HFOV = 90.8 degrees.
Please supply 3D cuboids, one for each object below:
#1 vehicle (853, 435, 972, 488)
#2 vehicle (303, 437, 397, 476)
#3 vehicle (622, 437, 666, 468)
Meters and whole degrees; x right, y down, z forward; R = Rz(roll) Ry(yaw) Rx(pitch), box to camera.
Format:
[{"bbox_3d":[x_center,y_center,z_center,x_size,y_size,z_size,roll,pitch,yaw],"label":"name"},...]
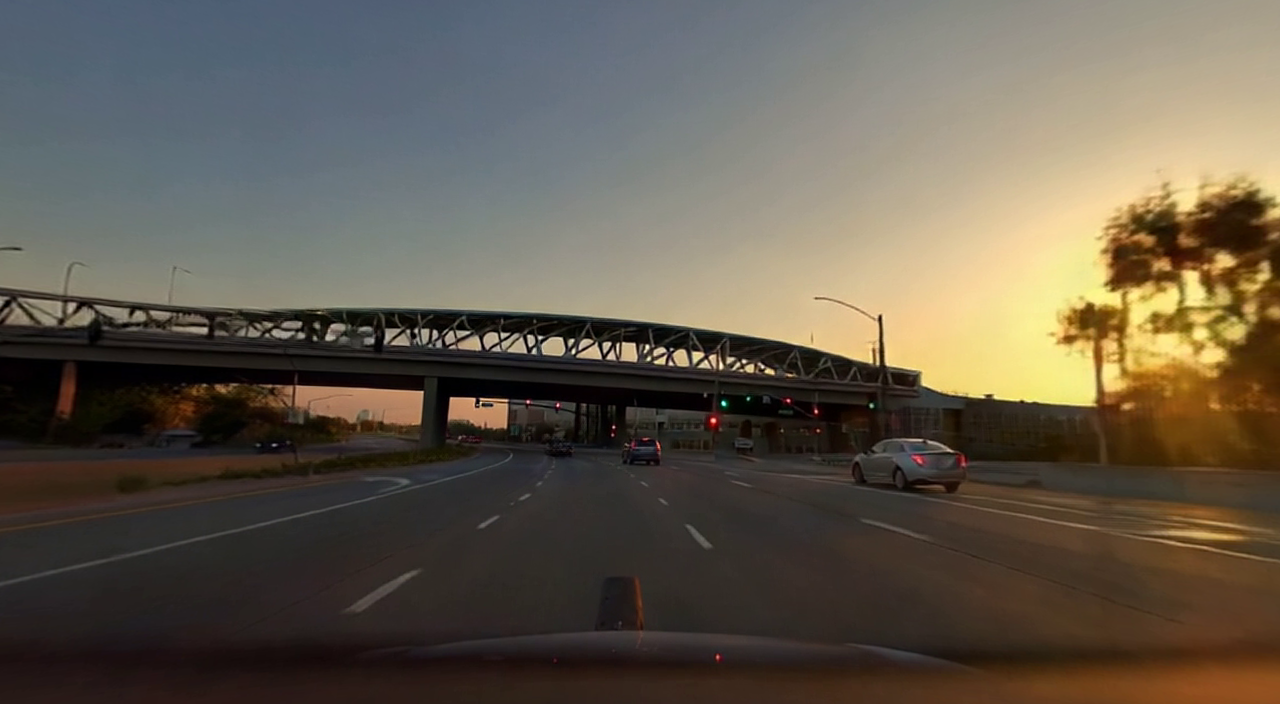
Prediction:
[{"bbox_3d":[9.865,3.980,23.395,2.130,1.741,4.665,0,-8,-3],"label":"vehicle"},{"bbox_3d":[-13.049,4.724,28.845,2.399,1.624,4.585,1,-8,-4],"label":"vehicle"},{"bbox_3d":[0.167,6.006,38.022,2.024,1.724,3.928,1,-9,-8],"label":"vehicle"}]
